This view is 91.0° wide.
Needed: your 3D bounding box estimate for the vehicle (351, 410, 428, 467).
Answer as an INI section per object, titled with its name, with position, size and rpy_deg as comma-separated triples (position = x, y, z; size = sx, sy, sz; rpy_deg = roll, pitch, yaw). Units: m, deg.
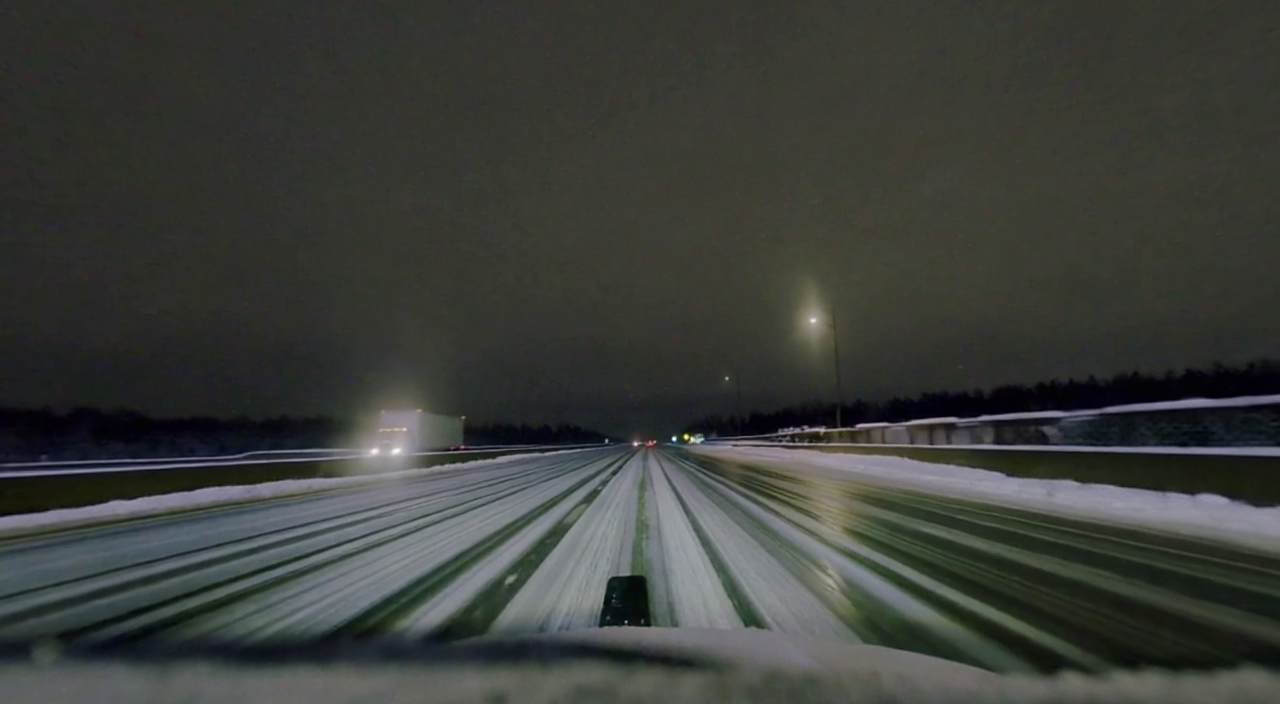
[vehicle]
position = -18.837, 6.580, 47.806
size = 3.006, 3.996, 6.212
rpy_deg = 0, -8, 2
